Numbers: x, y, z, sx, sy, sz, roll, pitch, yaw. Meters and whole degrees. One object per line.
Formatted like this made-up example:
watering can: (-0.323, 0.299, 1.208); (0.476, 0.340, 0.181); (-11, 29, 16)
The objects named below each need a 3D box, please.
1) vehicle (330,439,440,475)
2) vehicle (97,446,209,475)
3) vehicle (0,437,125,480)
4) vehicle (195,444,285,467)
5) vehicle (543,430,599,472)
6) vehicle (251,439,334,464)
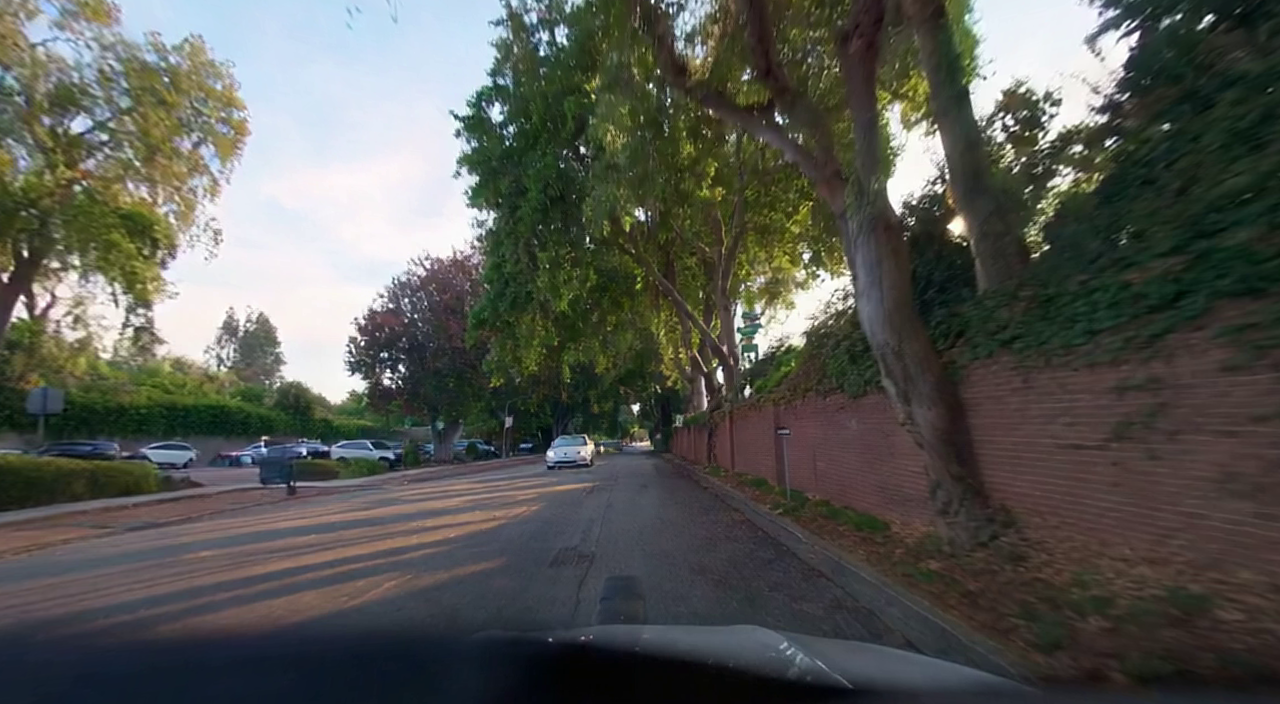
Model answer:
vehicle: (-13.340, 5.513, 33.287); (4.870, 1.767, 2.120); (-1, -8, 2)
vehicle: (-26.017, 5.795, 33.868); (4.374, 1.455, 1.918); (0, -8, 0)
vehicle: (-26.431, 4.765, 28.347); (4.725, 1.828, 2.006); (0, -8, -2)
vehicle: (-26.994, 6.975, 42.732); (4.736, 1.516, 1.937); (0, -8, 1)
vehicle: (-3.020, 4.457, 28.541); (2.047, 1.725, 4.288); (0, -8, 0)
vehicle: (-26.315, 7.541, 47.958); (5.143, 1.793, 2.032); (-1, -8, 2)
